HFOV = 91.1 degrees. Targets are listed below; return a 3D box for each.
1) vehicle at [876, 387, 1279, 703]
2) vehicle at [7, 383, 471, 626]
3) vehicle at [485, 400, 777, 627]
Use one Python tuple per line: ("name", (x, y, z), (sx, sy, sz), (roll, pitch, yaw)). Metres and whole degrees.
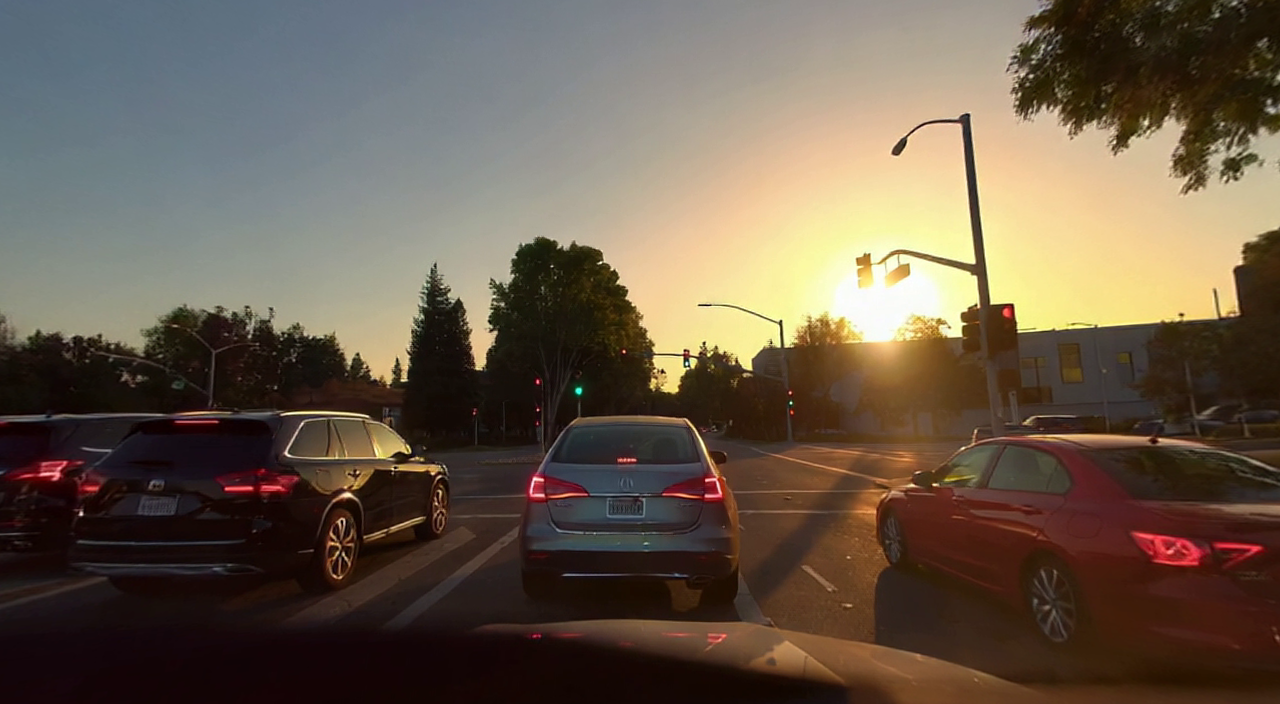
("vehicle", (3.583, 1.200, 4.605), (2.010, 1.486, 4.498), (0, -8, 1))
("vehicle", (-3.553, 1.430, 6.855), (2.014, 1.755, 4.360), (0, -8, 3))
("vehicle", (-0.045, 1.401, 6.302), (2.047, 1.579, 3.642), (0, -8, 1))
